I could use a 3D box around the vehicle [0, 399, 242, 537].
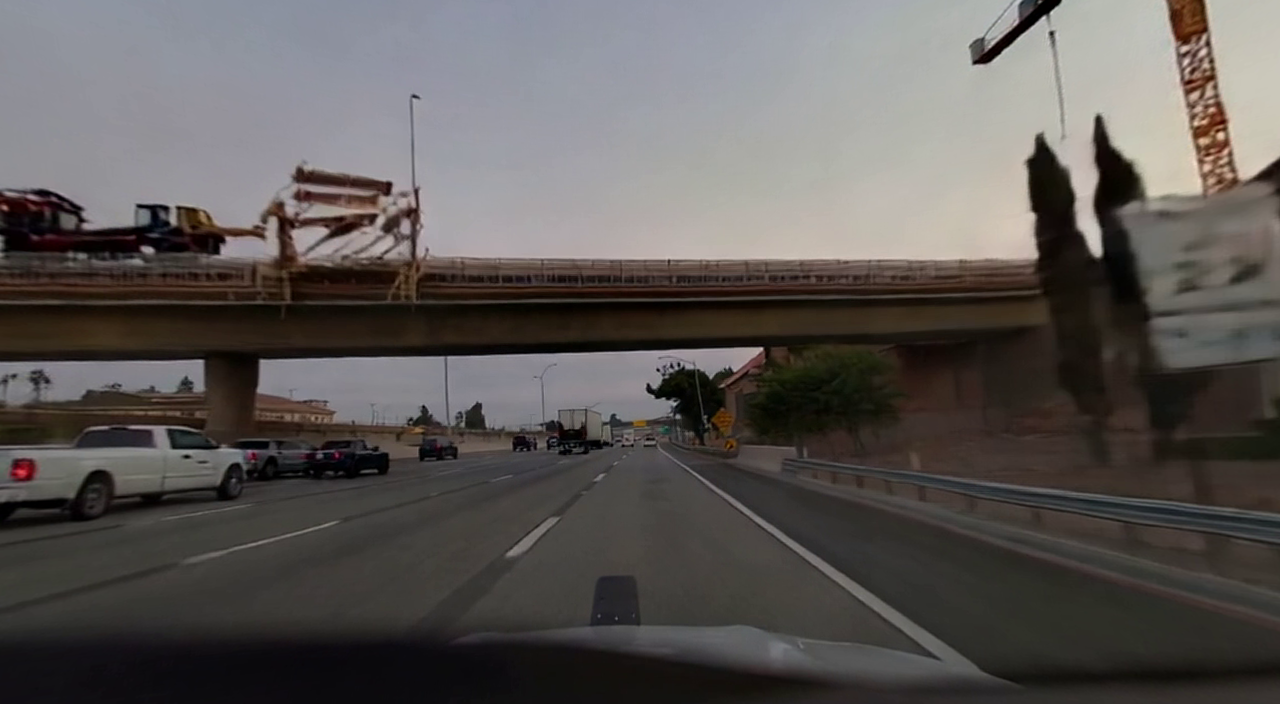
[{"bbox_3d":[-10.795,2.104,11.933,2.394,2.056,6.251,-1,-8,1],"label":"vehicle"}]
